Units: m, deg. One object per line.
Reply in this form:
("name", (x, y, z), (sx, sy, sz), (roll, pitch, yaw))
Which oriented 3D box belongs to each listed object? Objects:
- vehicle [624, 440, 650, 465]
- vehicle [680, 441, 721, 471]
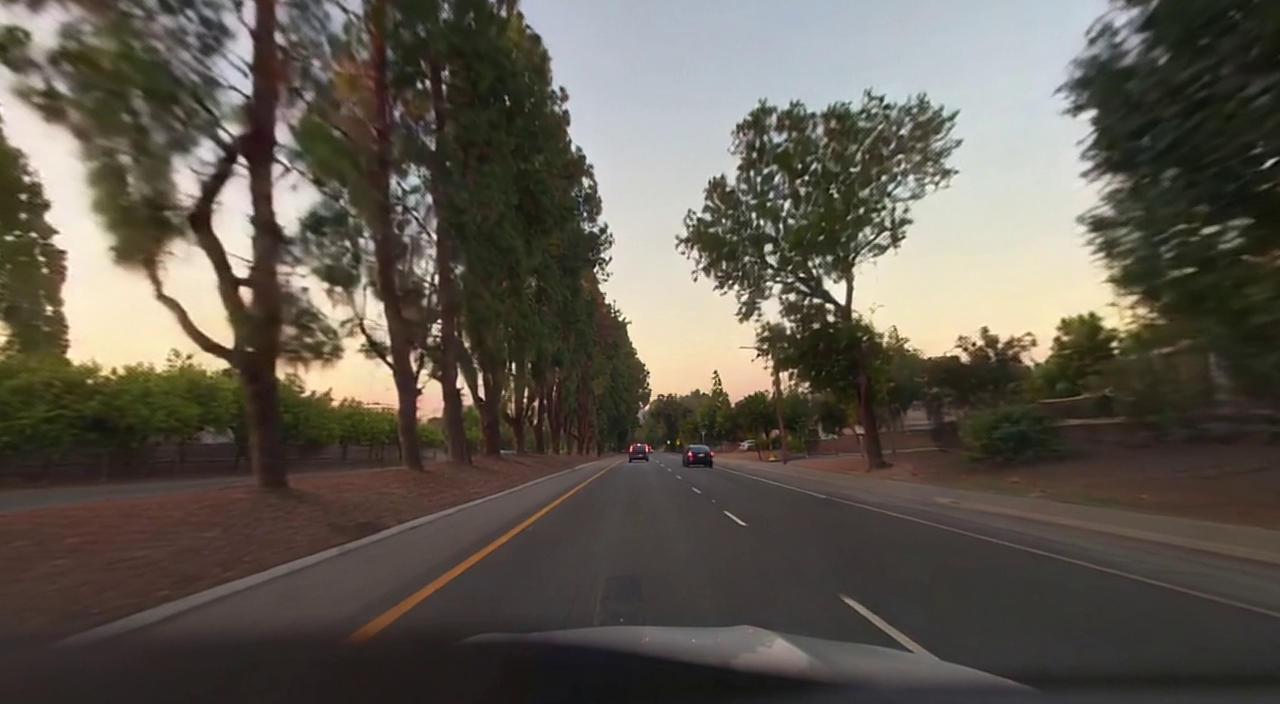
("vehicle", (-0.230, 7.880, 49.588), (1.925, 1.799, 4.257), (0, -9, -1))
("vehicle", (3.527, 6.147, 37.367), (1.888, 1.640, 4.044), (0, -9, -2))
